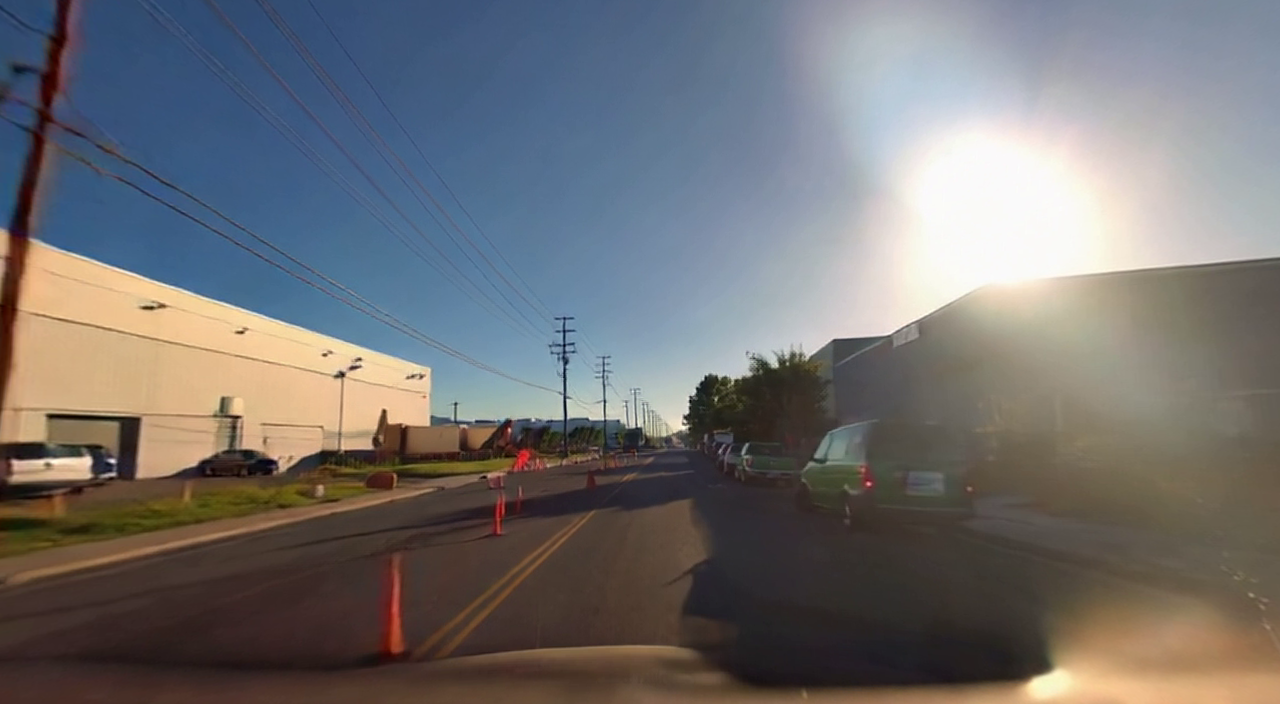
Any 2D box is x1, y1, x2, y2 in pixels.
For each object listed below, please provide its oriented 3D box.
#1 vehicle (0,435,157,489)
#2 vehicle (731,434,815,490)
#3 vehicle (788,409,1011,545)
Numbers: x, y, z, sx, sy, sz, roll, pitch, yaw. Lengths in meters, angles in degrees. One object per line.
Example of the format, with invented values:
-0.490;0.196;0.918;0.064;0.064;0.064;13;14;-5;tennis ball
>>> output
-20.167;3.828;22.251;1.917;1.679;4.727;-2;-9;12;vehicle
4.664;3.964;23.077;2.009;1.776;5.440;0;-9;1;vehicle
4.444;2.251;11.965;2.010;1.985;5.124;0;-9;0;vehicle
